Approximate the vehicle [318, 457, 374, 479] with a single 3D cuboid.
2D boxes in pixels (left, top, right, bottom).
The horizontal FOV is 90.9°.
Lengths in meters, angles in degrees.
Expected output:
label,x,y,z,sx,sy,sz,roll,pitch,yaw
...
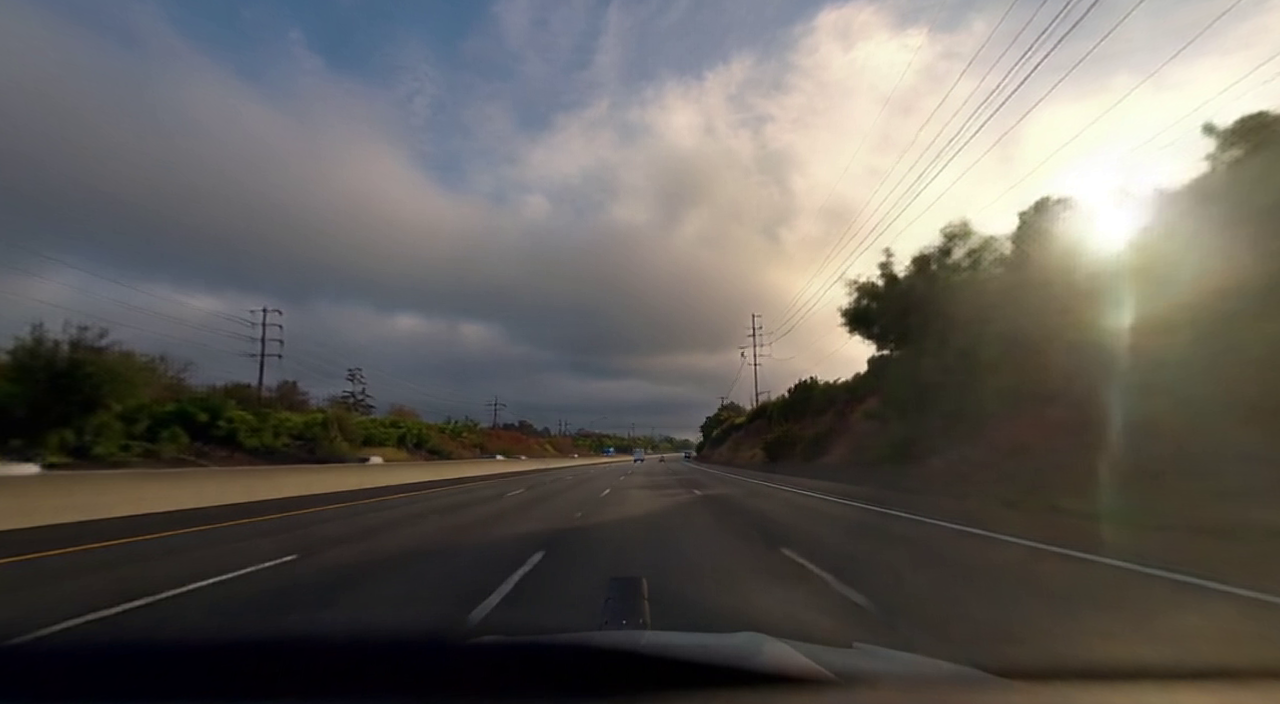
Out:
label,x,y,z,sx,sy,sz,roll,pitch,yaw
vehicle,-21.547,8.517,46.383,1.824,1.485,4.647,0,-9,1
